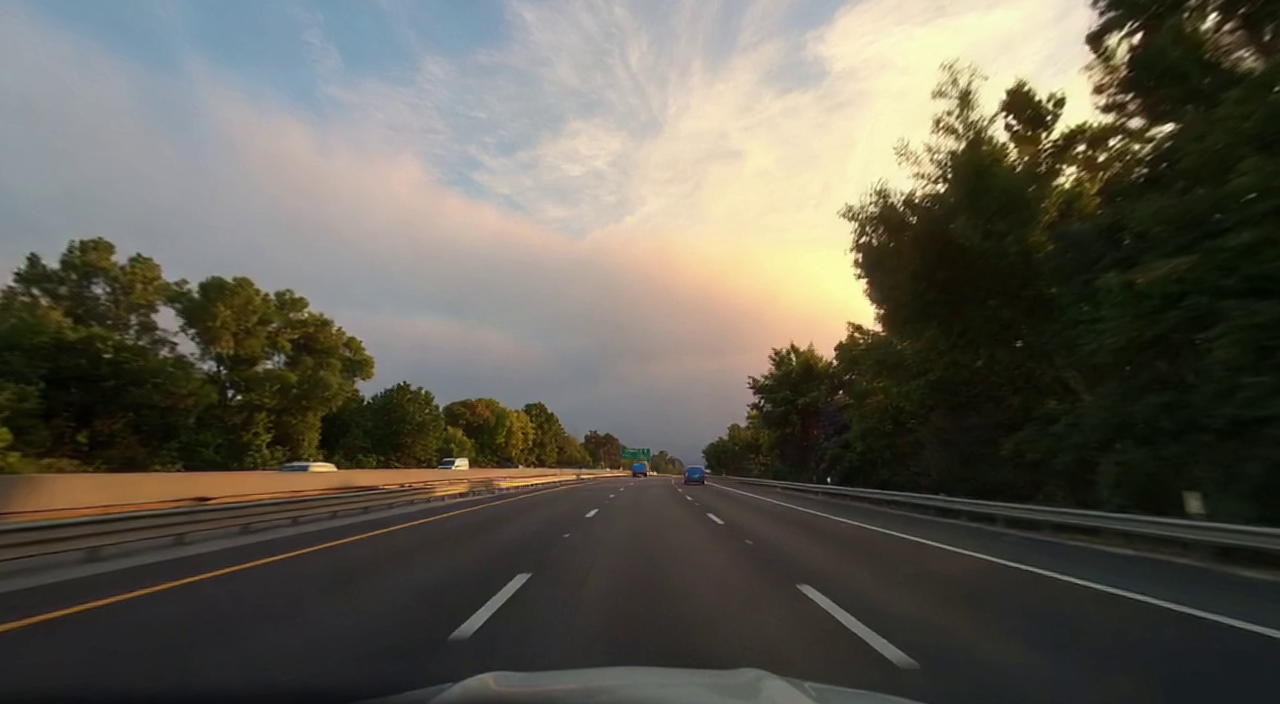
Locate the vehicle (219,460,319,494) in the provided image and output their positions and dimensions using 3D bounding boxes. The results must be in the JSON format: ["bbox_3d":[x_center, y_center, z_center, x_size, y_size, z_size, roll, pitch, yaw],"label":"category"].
[{"bbox_3d":[-16.891,5.711,28.990,1.979,1.390,4.241,0,-10,0],"label":"vehicle"}]
